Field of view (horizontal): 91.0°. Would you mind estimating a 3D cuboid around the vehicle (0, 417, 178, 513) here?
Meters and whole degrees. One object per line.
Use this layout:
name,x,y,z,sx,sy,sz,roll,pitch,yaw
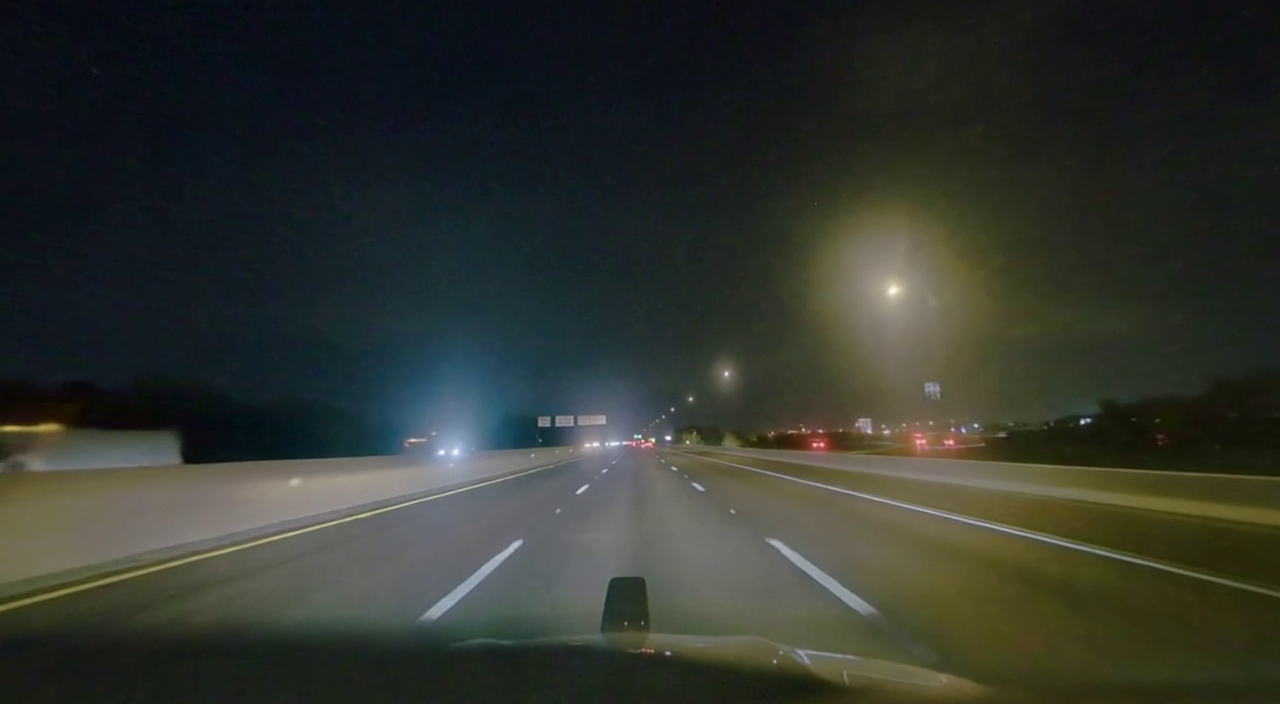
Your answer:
vehicle,-18.968,3.703,21.190,2.424,2.756,5.523,0,-8,1
